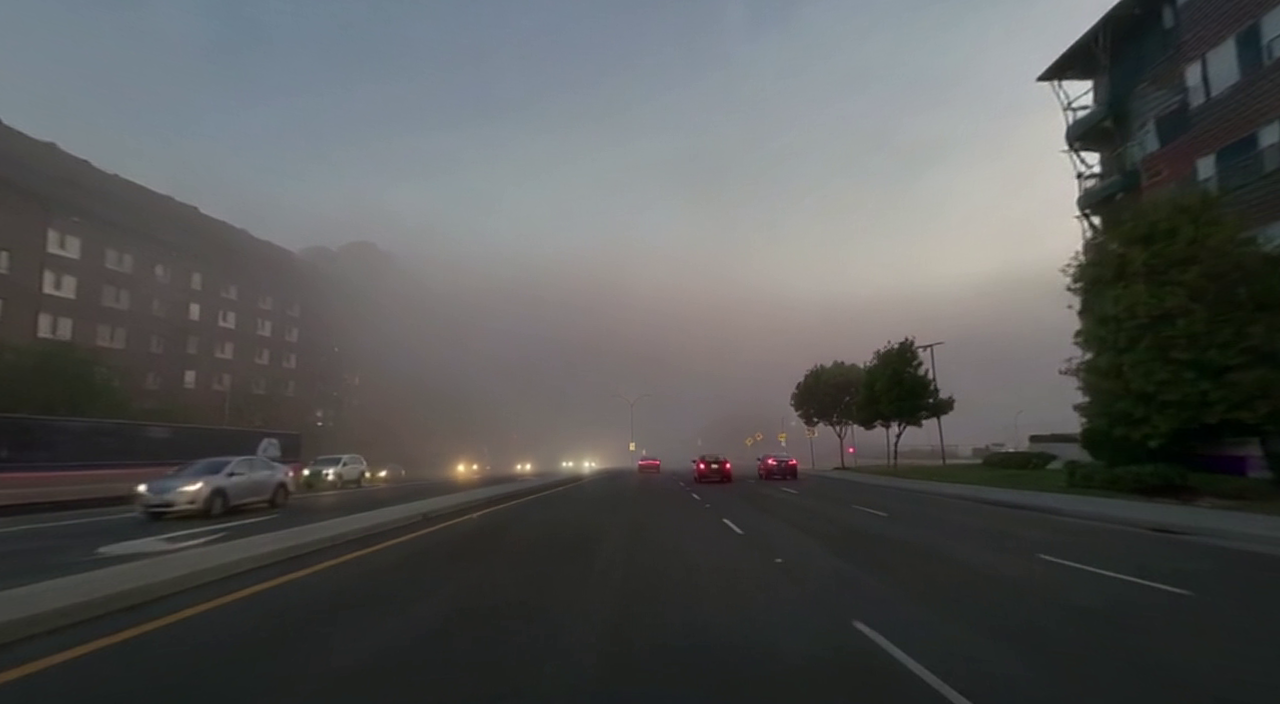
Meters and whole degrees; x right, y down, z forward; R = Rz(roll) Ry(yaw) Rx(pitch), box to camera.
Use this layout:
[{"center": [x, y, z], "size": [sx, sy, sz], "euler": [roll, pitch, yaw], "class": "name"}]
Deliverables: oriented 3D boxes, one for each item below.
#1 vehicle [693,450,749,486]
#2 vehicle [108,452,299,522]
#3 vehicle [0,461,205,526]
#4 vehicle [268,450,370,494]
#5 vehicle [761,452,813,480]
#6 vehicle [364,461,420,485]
[{"center": [3.660, 5.330, 29.328], "size": [2.020, 1.479, 4.650], "euler": [0, -9, 0], "class": "vehicle"}, {"center": [-11.535, 3.545, 17.165], "size": [1.919, 1.602, 4.346], "euler": [-1, -9, 3], "class": "vehicle"}, {"center": [-14.915, 3.894, 17.899], "size": [1.918, 1.485, 4.412], "euler": [-1, -9, 1], "class": "vehicle"}, {"center": [-14.503, 5.427, 28.905], "size": [2.024, 1.798, 4.588], "euler": [-1, -9, 3], "class": "vehicle"}, {"center": [8.180, 6.332, 35.443], "size": [1.932, 1.439, 4.159], "euler": [0, -9, 0], "class": "vehicle"}, {"center": [-17.185, 8.395, 44.019], "size": [1.804, 1.421, 4.659], "euler": [-1, -9, 3], "class": "vehicle"}]
